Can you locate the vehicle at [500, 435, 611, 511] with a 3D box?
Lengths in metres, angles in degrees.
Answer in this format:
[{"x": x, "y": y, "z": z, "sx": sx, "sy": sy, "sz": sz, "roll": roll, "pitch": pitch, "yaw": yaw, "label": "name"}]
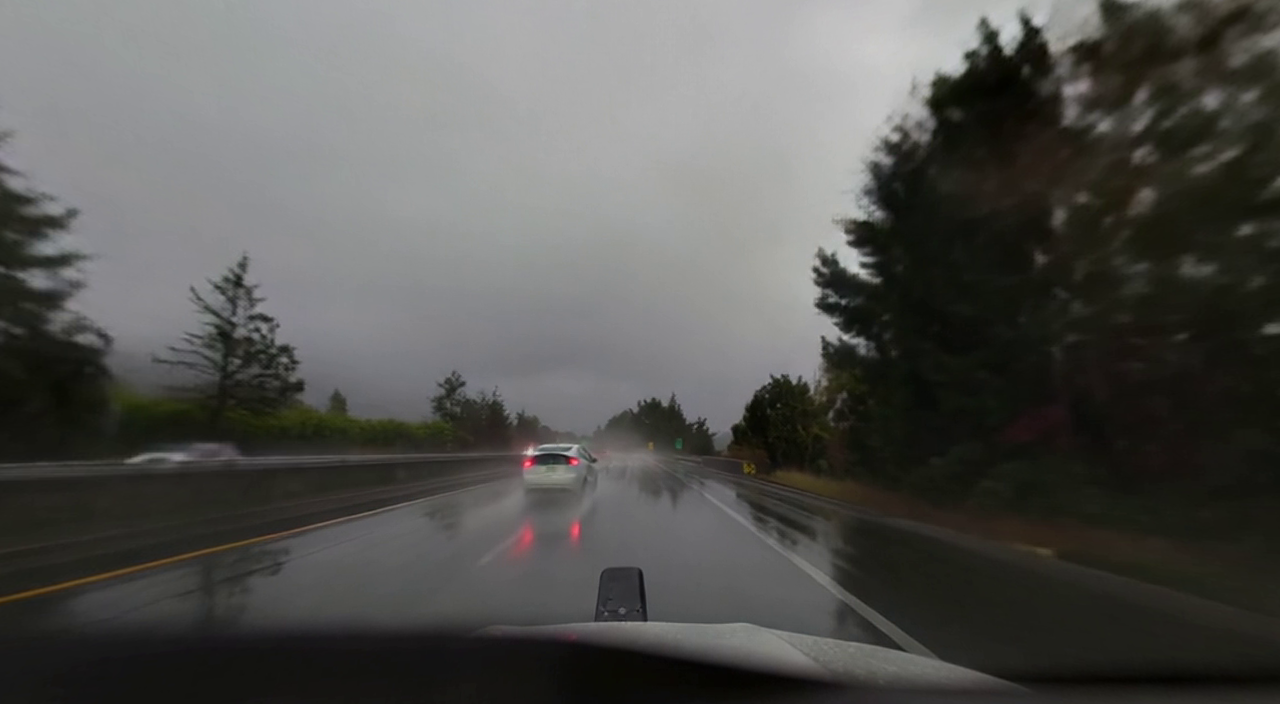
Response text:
[{"x": -2.011, "y": 3.067, "z": 16.482, "sx": 2.135, "sy": 1.686, "sz": 4.517, "roll": -1, "pitch": -9, "yaw": 2, "label": "vehicle"}]
